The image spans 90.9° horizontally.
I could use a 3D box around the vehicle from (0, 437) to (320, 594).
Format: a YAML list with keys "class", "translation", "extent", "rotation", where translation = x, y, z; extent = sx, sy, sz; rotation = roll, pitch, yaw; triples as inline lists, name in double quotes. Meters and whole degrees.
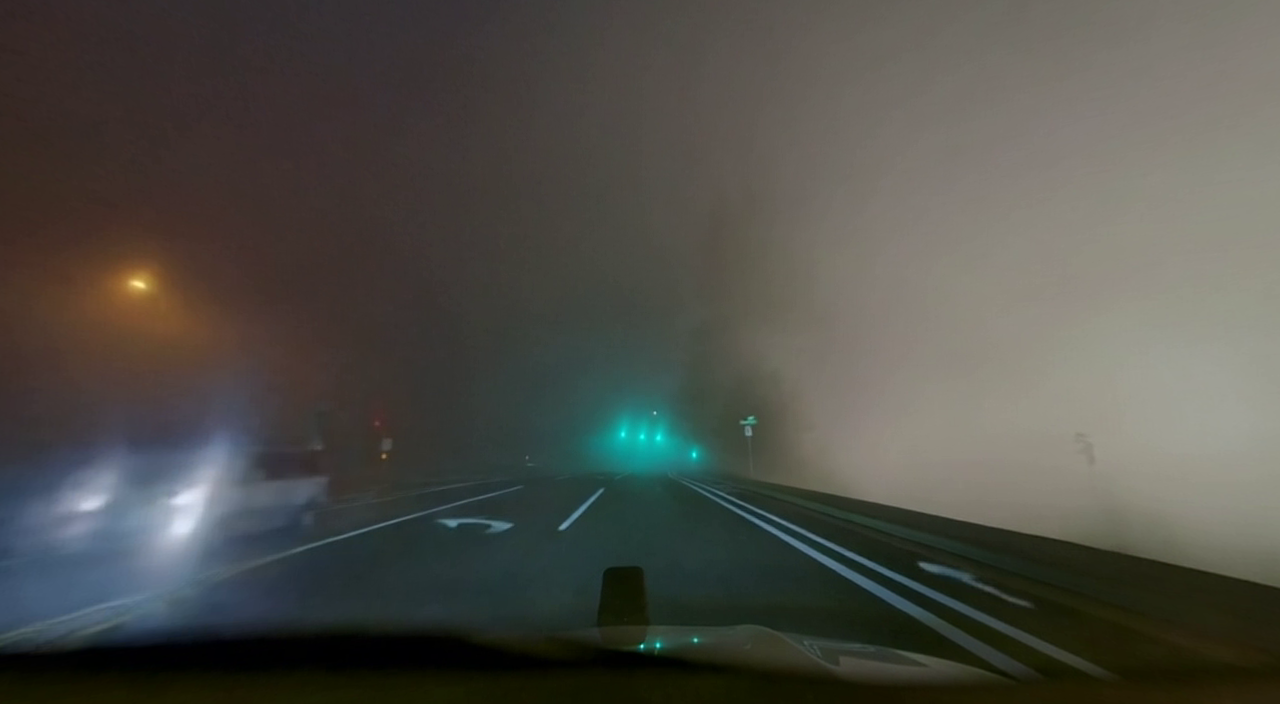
- class: "vehicle"
  translation: [-6.461, 1.999, 8.578]
  extent: [2.095, 1.603, 3.980]
  rotation: [0, -9, 0]
